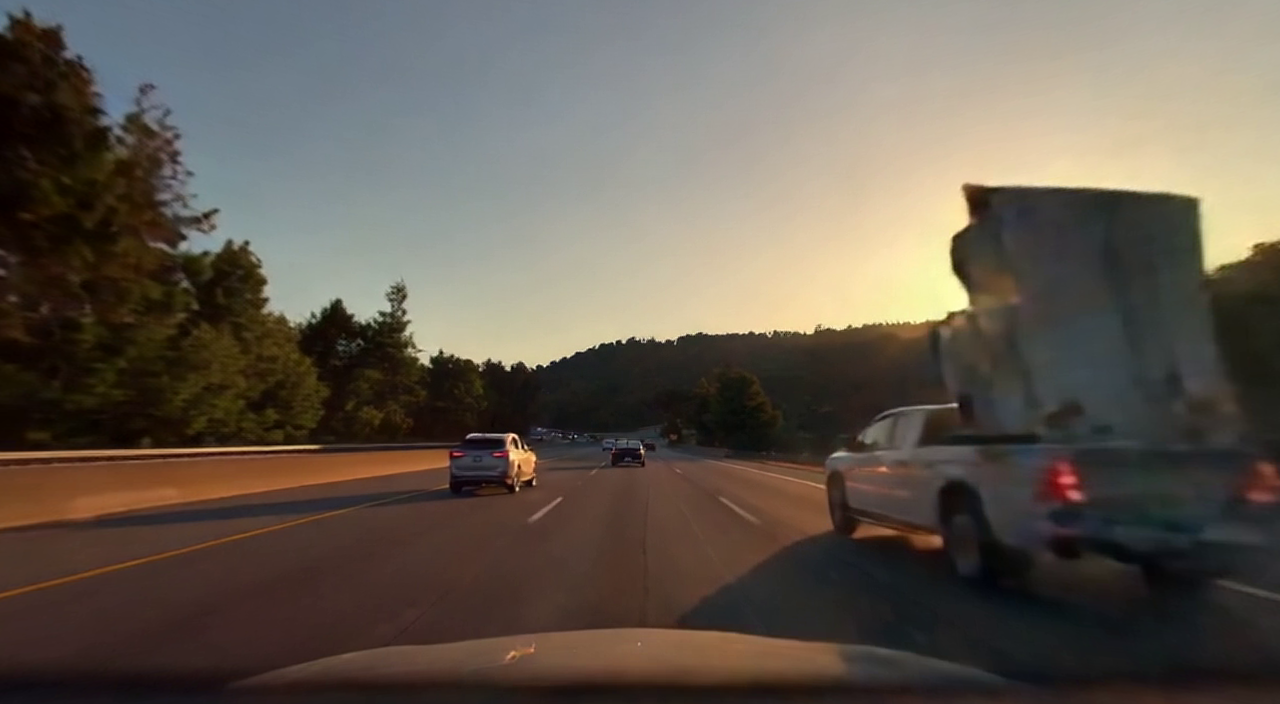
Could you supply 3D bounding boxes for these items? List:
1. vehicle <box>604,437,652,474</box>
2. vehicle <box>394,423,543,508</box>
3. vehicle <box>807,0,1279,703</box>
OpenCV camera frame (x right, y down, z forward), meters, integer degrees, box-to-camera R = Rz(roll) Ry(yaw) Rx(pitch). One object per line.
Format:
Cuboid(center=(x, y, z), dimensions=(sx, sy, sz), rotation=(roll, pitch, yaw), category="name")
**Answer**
Cuboid(center=(-0.539, 4.768, 29.146), dimensions=(2.048, 1.563, 4.087), rotation=(0, -8, -1), category="vehicle")
Cuboid(center=(-3.876, 2.656, 15.234), dimensions=(2.264, 1.699, 4.648), rotation=(0, -8, 0), category="vehicle")
Cuboid(center=(3.957, -0.453, 1.940), dimensions=(2.946, 4.111, 14.652), rotation=(0, -8, 0), category="vehicle")
